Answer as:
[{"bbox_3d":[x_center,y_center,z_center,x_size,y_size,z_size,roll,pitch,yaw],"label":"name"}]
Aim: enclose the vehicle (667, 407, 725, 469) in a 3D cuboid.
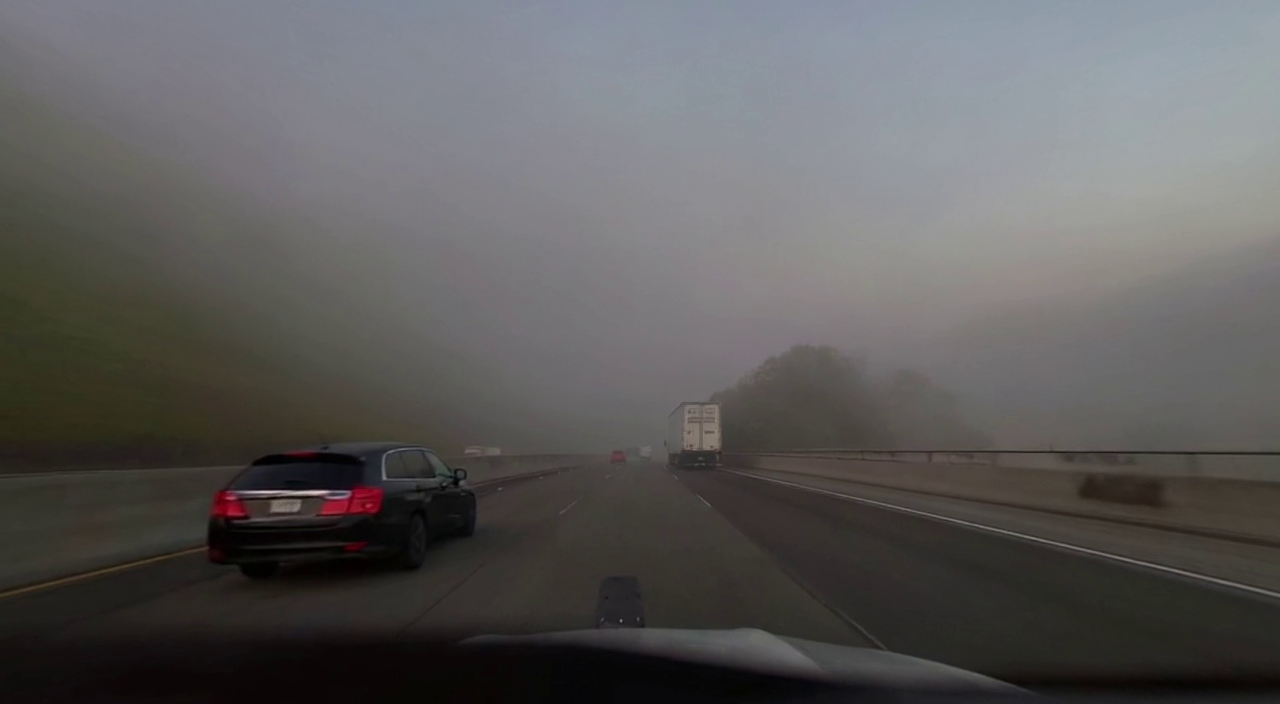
[{"bbox_3d":[3.913,6.573,47.458,2.906,4.011,13.159,0,-9,-1],"label":"vehicle"}]
